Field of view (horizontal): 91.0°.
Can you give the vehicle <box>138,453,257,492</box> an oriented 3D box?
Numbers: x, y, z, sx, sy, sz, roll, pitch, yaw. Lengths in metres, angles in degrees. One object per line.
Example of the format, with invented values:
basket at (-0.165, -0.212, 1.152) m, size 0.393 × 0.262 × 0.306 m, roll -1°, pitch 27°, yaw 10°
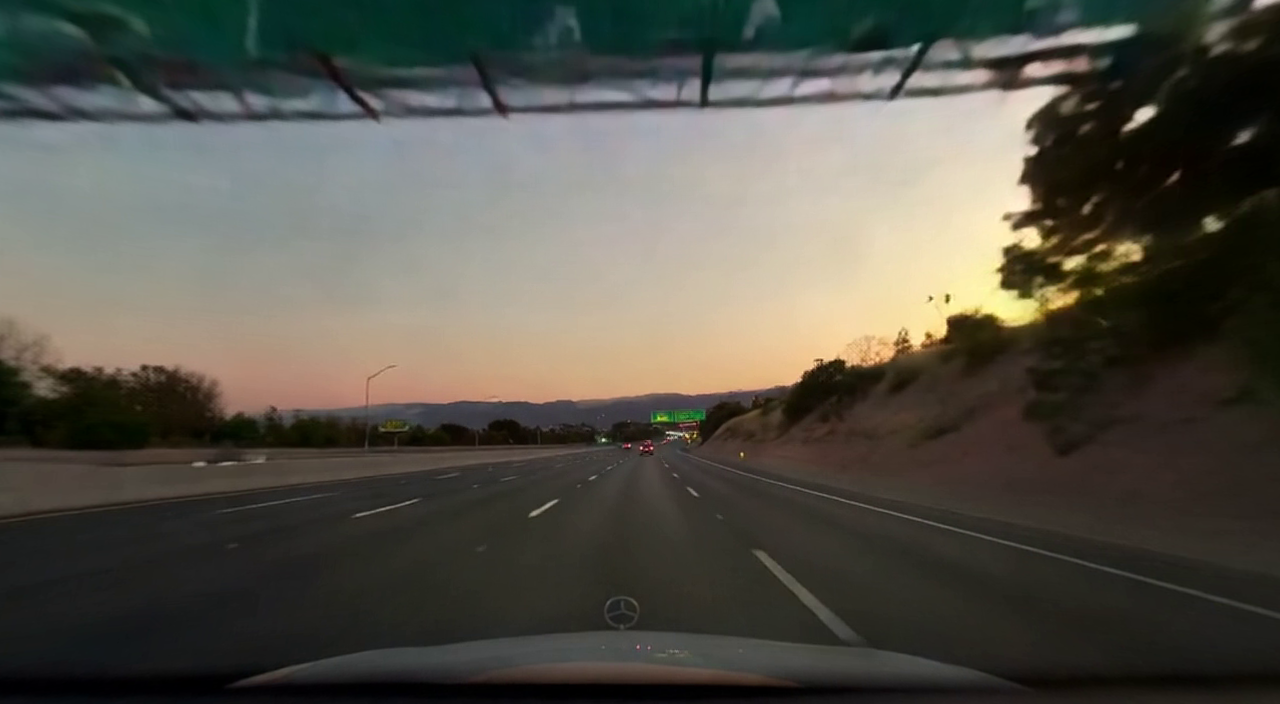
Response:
vehicle at (-20.185, 5.471, 29.052) m, size 1.899 × 1.557 × 4.767 m, roll -1°, pitch -9°, yaw 2°
